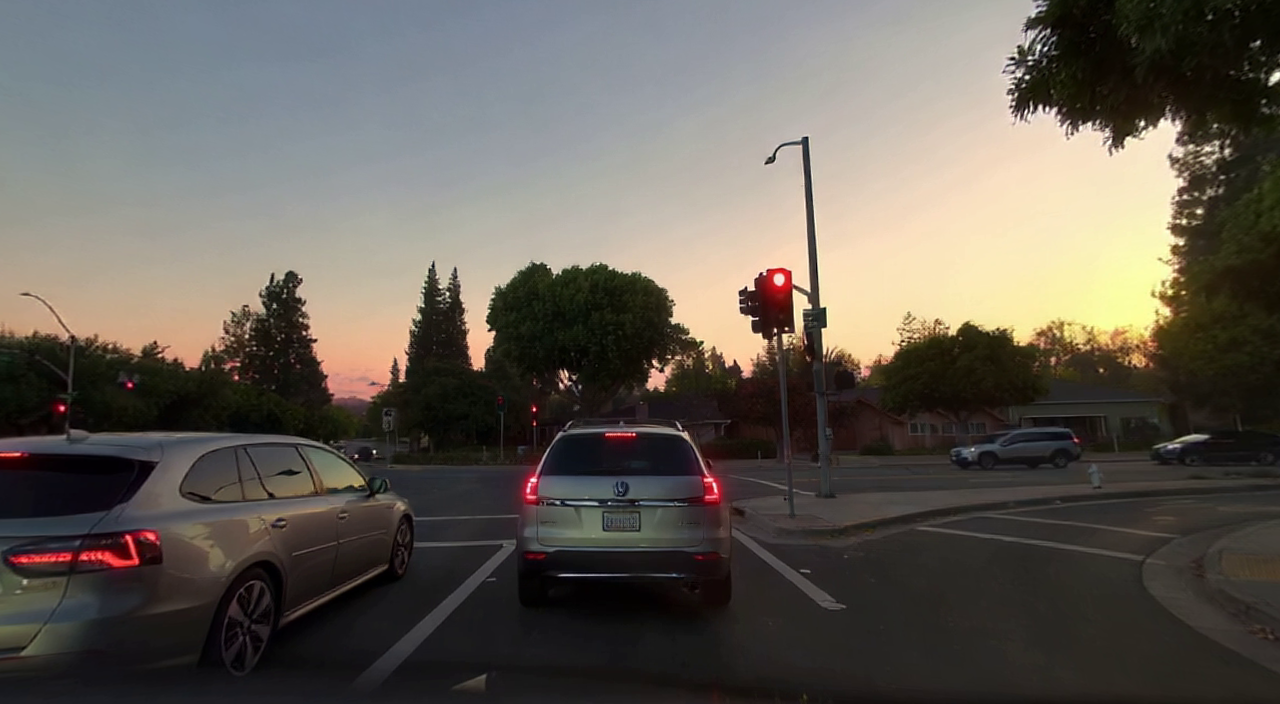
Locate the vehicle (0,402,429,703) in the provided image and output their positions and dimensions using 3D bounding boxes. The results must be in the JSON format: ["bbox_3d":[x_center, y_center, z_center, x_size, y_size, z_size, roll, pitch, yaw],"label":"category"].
[{"bbox_3d":[-3.294,1.269,4.693,2.035,1.492,4.415,0,-9,-2],"label":"vehicle"}]

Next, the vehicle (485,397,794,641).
[{"bbox_3d":[-0.147,1.470,6.564,2.154,1.670,4.140,1,-9,-5],"label":"vehicle"}]

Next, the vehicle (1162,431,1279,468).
[{"bbox_3d":[27.030,4.424,28.730,4.639,1.621,1.867,-1,-9,7],"label":"vehicle"}]

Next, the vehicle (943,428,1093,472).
[{"bbox_3d":[15.679,4.093,26.489,4.887,1.769,2.035,-1,-9,6],"label":"vehicle"}]
